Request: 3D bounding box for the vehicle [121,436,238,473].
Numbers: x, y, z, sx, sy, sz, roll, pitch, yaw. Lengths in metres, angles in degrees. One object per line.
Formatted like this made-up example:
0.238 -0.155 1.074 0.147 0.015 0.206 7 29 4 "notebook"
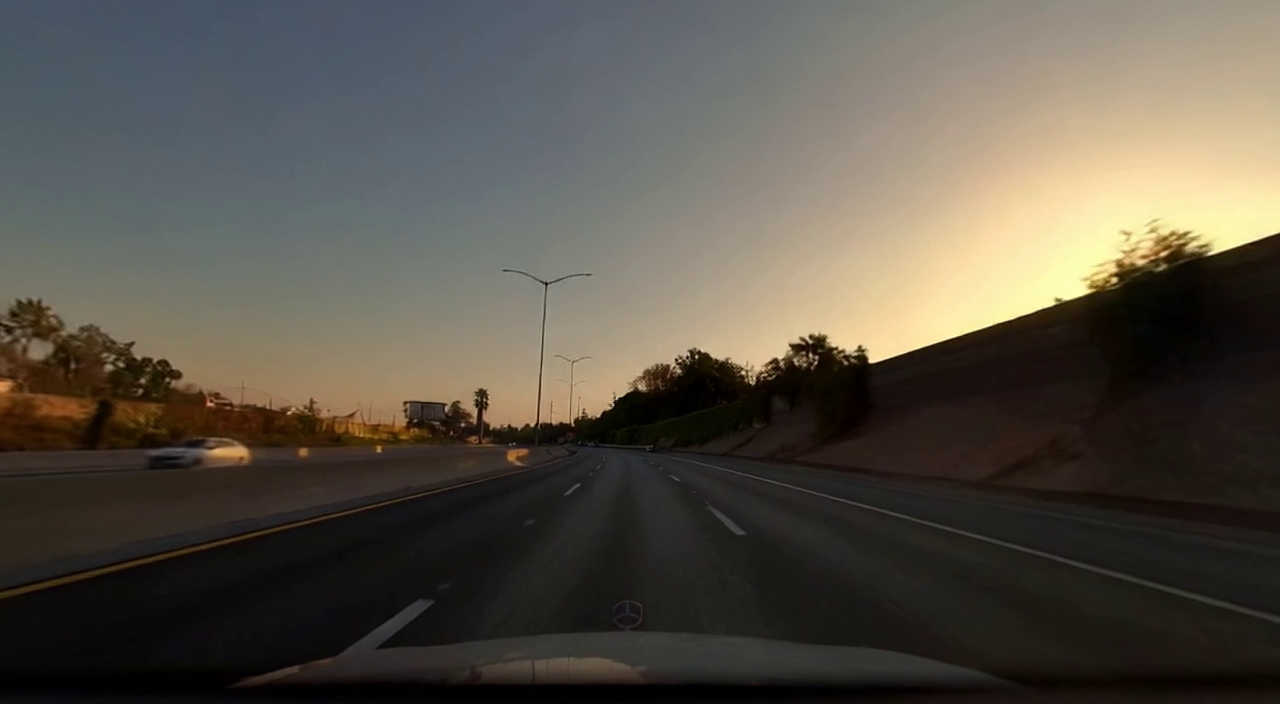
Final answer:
-20.387 4.562 28.085 1.874 1.478 4.507 0 -8 -1 "vehicle"
